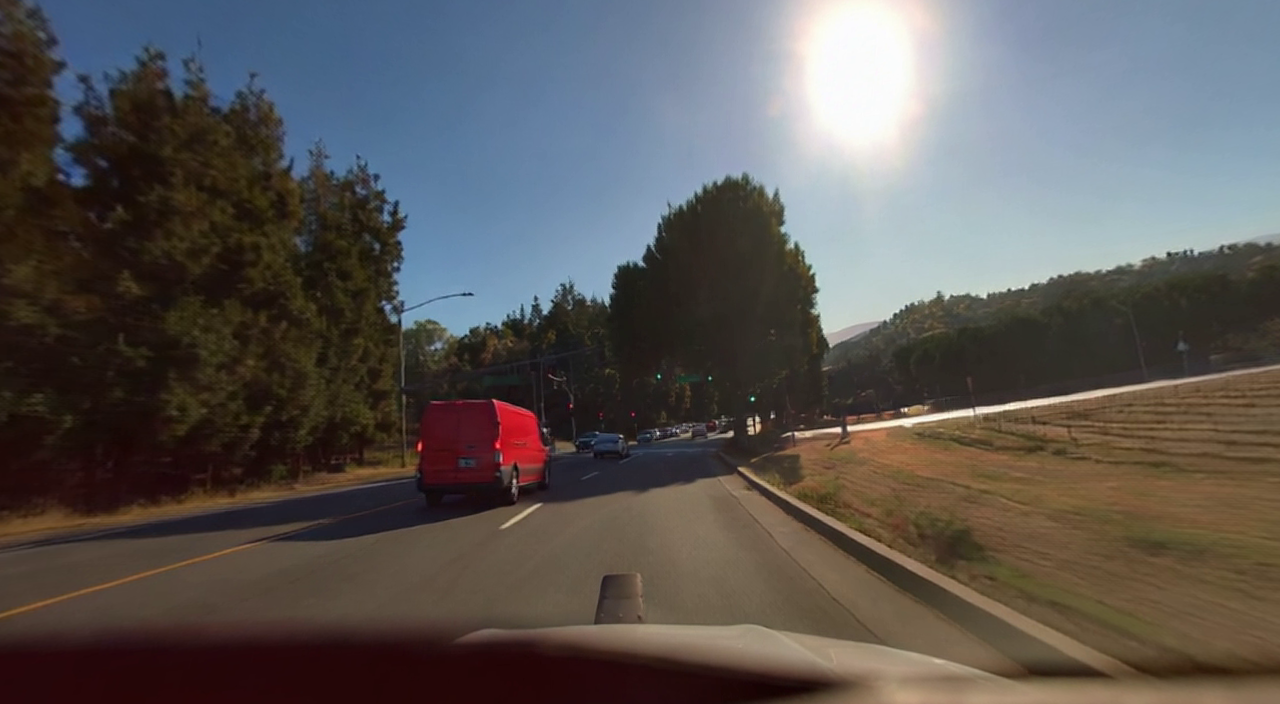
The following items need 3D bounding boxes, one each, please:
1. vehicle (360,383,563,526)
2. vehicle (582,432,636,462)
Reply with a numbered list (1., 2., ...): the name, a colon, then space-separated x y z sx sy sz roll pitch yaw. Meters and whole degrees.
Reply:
1. vehicle: -3.085 1.966 12.421 2.362 2.185 5.212 -1 -8 2
2. vehicle: -1.576 5.082 33.879 2.088 1.484 4.572 -2 -8 8
